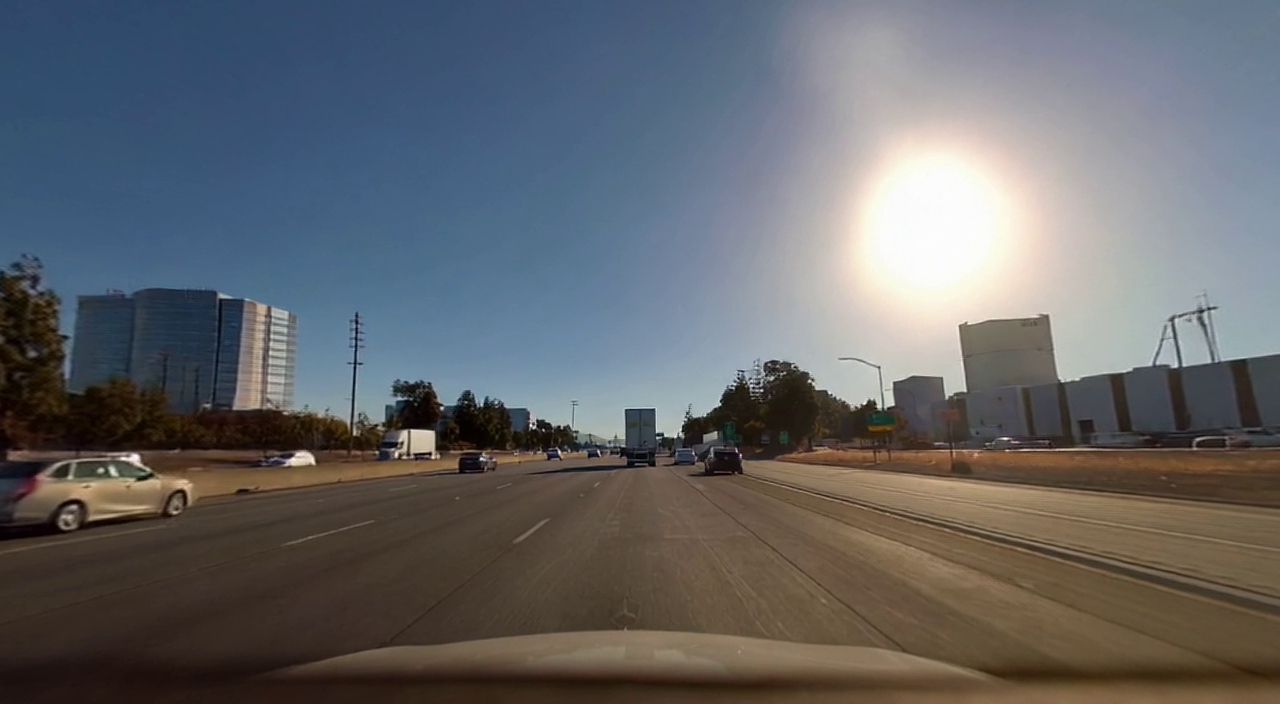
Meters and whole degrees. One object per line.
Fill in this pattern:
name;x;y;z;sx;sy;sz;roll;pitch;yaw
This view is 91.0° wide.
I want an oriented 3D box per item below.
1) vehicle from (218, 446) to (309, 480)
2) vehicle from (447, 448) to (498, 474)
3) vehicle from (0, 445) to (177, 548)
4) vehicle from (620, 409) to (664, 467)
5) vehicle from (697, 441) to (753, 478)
vehicle;-23.668;6.968;39.920;2.313;1.953;5.311;0;-9;2
vehicle;-10.579;6.927;40.167;2.015;1.521;4.550;0;-9;0
vehicle;-10.690;2.374;10.756;2.005;1.547;4.635;0;-9;0
vehicle;0.315;6.709;48.619;3.012;3.928;10.262;0;-9;2
vehicle;4.076;5.271;31.102;2.107;1.707;4.445;0;-9;0
